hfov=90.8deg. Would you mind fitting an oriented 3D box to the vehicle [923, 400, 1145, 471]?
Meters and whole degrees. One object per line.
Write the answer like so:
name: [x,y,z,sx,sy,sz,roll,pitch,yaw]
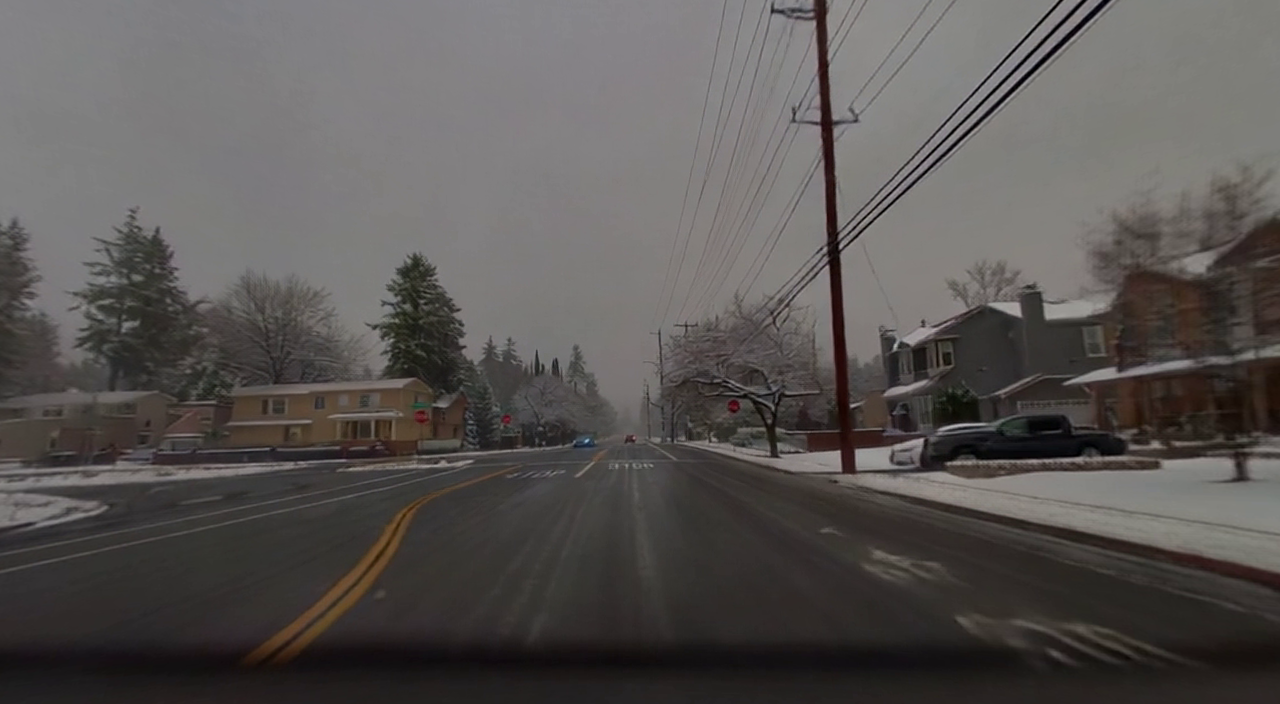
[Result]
vehicle: [10.572,2.311,17.319,4.544,1.807,2.204,-1,-9,3]
